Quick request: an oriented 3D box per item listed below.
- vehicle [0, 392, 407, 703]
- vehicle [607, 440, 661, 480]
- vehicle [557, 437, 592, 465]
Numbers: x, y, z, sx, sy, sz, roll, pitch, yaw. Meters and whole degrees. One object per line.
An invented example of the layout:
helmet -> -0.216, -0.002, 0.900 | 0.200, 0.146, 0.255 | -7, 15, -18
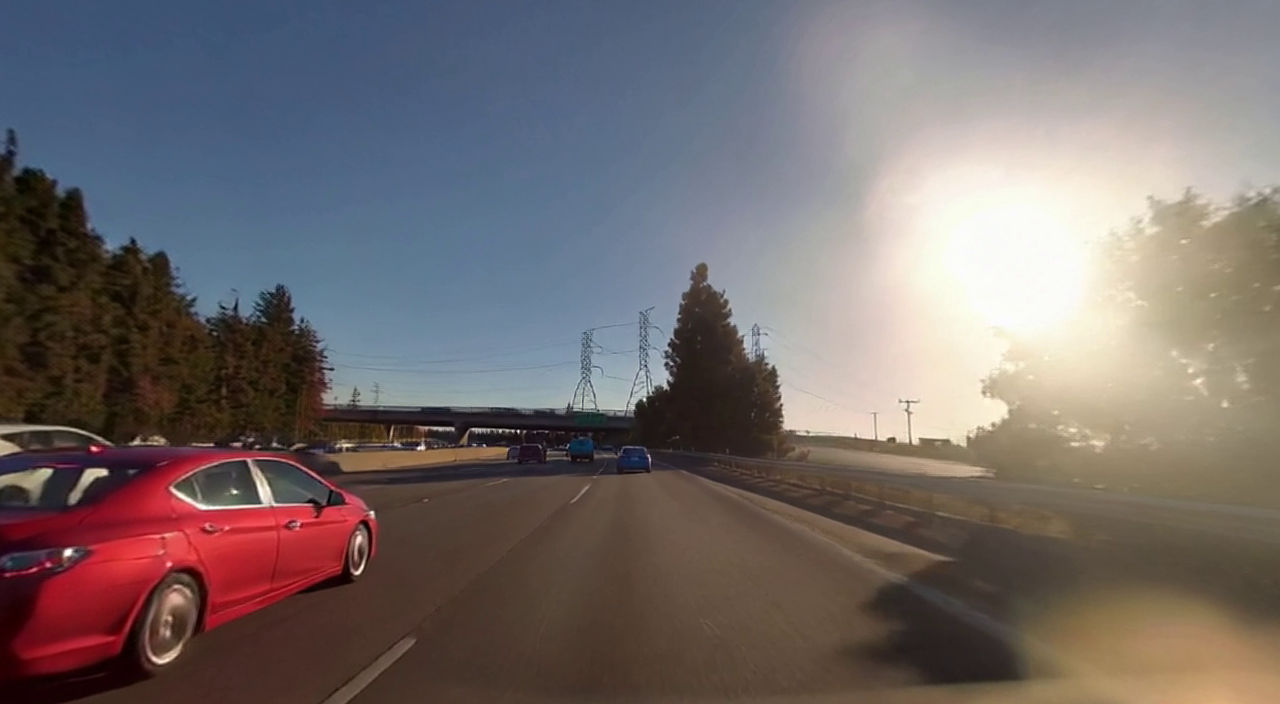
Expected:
vehicle -> -3.630, 1.233, 4.604 | 2.035, 1.514, 4.600 | 0, -9, 0
vehicle -> -0.288, 4.260, 25.002 | 1.954, 1.460, 3.983 | 1, -9, -2
vehicle -> -4.411, 6.748, 42.960 | 2.174, 1.806, 3.932 | 1, -9, -3
